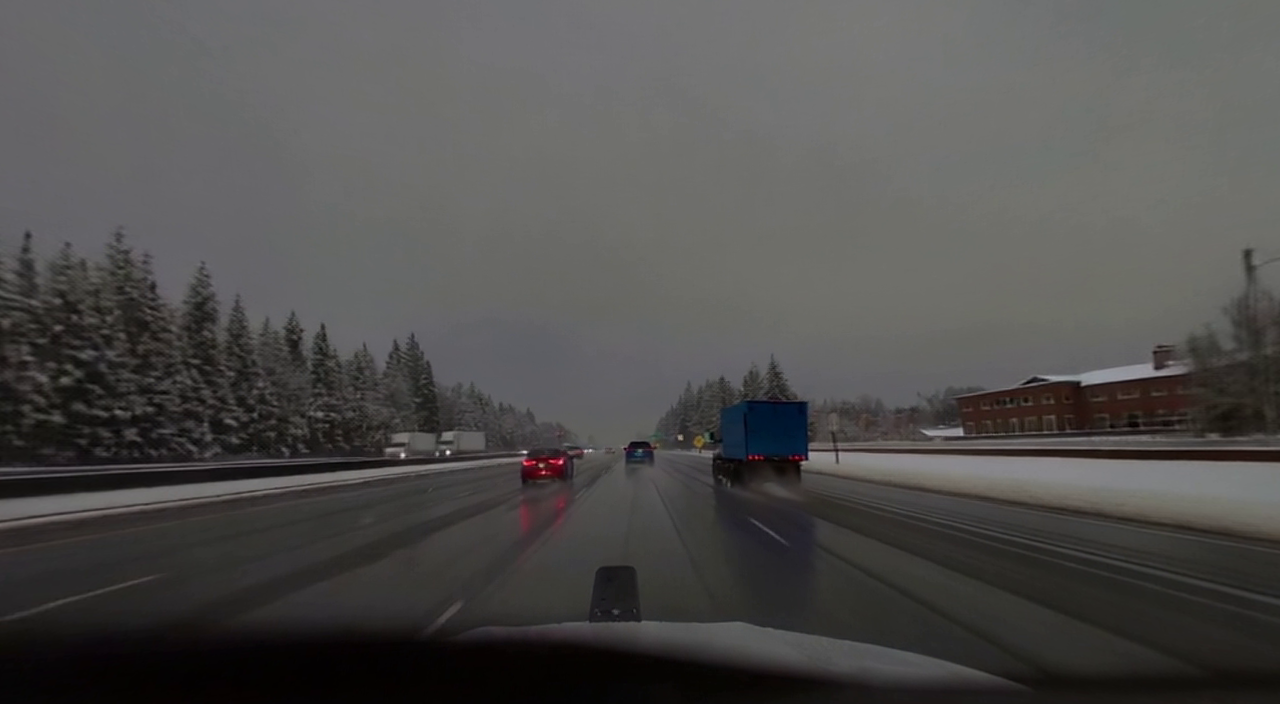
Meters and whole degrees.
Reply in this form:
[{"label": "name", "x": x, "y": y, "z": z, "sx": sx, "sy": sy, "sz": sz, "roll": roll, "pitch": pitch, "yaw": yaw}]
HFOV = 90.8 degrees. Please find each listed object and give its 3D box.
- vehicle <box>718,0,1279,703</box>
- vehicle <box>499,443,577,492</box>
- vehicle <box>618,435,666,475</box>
[{"label": "vehicle", "x": 3.591, "y": 0.626, "z": 9.240, "sx": 2.876, "sy": 4.086, "sz": 15.117, "roll": 0, "pitch": -9, "yaw": 0}, {"label": "vehicle", "x": -3.223, "y": 3.740, "z": 20.777, "sx": 1.864, "sy": 1.406, "sz": 4.544, "roll": 0, "pitch": -9, "yaw": -1}, {"label": "vehicle", "x": 0.050, "y": 5.060, "z": 31.072, "sx": 2.203, "sy": 1.805, "sz": 4.358, "roll": 0, "pitch": -9, "yaw": -1}]
